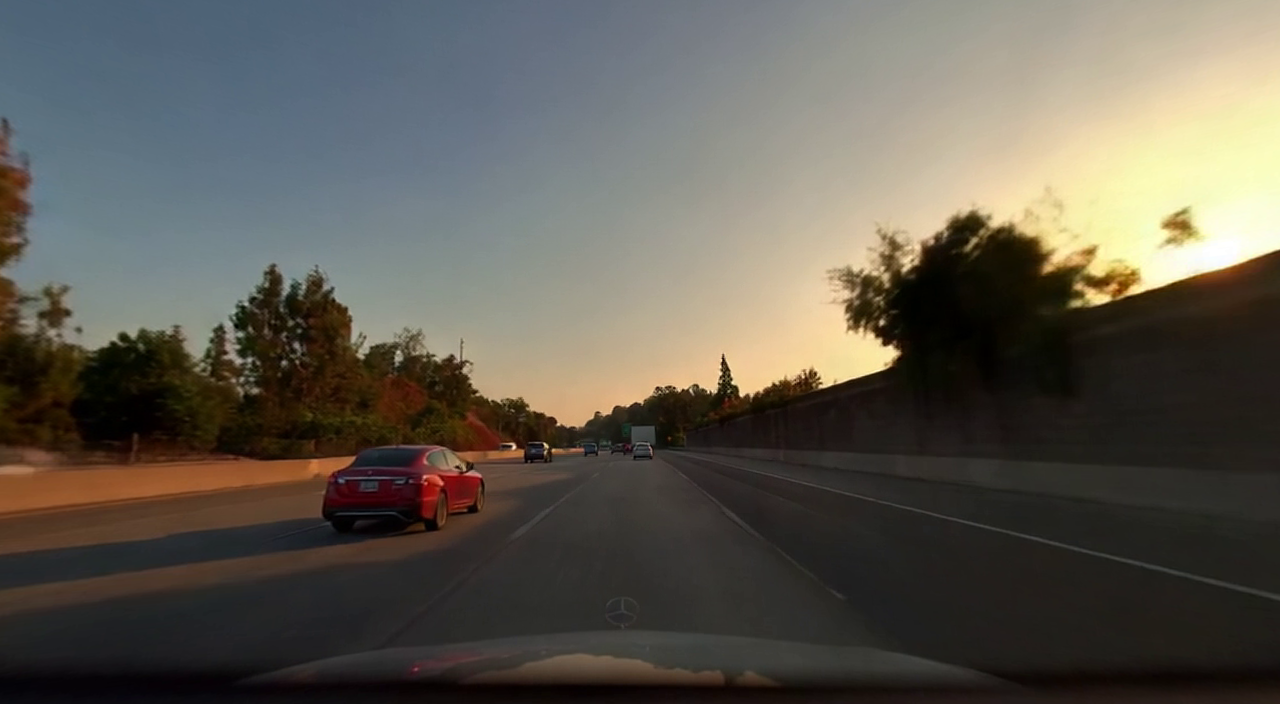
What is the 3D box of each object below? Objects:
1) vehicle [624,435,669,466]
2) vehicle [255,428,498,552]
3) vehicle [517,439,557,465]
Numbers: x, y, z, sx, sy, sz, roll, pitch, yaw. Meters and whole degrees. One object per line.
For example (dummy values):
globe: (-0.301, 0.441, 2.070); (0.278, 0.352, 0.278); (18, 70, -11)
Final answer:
vehicle: (0.339, 6.631, 42.485); (2.856, 1.994, 4.931); (0, -9, -1)
vehicle: (-3.778, 2.045, 10.058); (2.000, 1.512, 4.371); (0, -9, 0)
vehicle: (-7.421, 7.228, 45.684); (2.068, 1.757, 4.611); (0, -8, 0)
